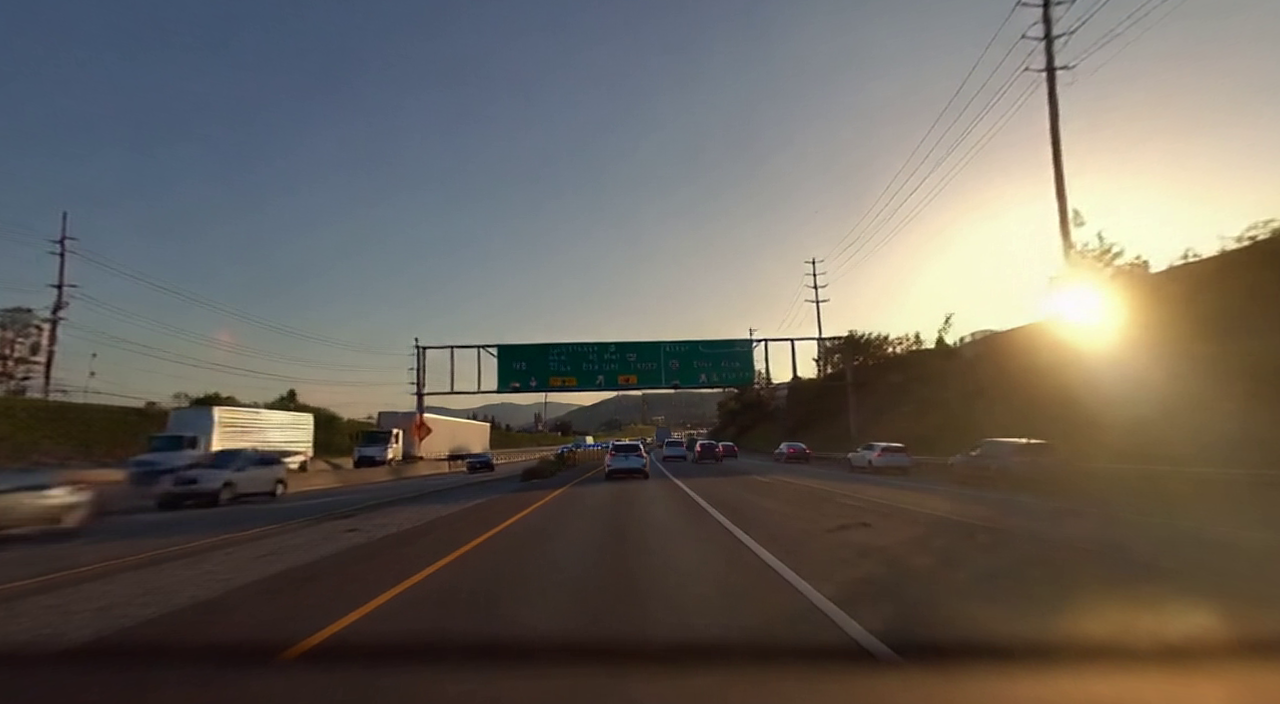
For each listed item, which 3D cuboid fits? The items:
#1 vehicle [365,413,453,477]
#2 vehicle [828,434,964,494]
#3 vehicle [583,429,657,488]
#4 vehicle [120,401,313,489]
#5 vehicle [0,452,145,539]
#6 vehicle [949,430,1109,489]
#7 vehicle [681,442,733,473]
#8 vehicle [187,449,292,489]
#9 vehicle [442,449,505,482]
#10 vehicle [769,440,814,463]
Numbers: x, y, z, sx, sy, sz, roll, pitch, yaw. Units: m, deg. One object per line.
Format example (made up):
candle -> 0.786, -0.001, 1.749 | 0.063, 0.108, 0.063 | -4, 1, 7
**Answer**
vehicle -> -15.620, 6.389, 43.550 | 3.032, 3.968, 8.215 | 0, -8, -1
vehicle -> 6.952, 3.074, 17.747 | 1.958, 1.473, 4.201 | 0, -8, -1
vehicle -> -0.640, 3.663, 21.979 | 2.298, 1.809, 4.359 | 0, -8, 0
vehicle -> -22.705, 5.176, 35.165 | 2.958, 4.081, 11.148 | 0, -8, 0
vehicle -> -12.154, 2.680, 12.048 | 1.872, 1.465, 4.455 | 0, -8, -1
vehicle -> 11.159, 3.102, 18.543 | 1.944, 1.505, 4.138 | 0, -8, -2
vehicle -> 3.310, 5.319, 32.178 | 1.934, 1.461, 4.368 | 1, -8, -3
vehicle -> -18.381, 5.358, 29.310 | 1.866, 1.689, 4.569 | 0, -8, -1
vehicle -> -8.115, 5.562, 31.247 | 1.897, 1.470, 4.474 | 0, -8, 0
vehicle -> 10.522, 6.939, 44.249 | 1.901, 1.485, 4.483 | 0, -8, -2
